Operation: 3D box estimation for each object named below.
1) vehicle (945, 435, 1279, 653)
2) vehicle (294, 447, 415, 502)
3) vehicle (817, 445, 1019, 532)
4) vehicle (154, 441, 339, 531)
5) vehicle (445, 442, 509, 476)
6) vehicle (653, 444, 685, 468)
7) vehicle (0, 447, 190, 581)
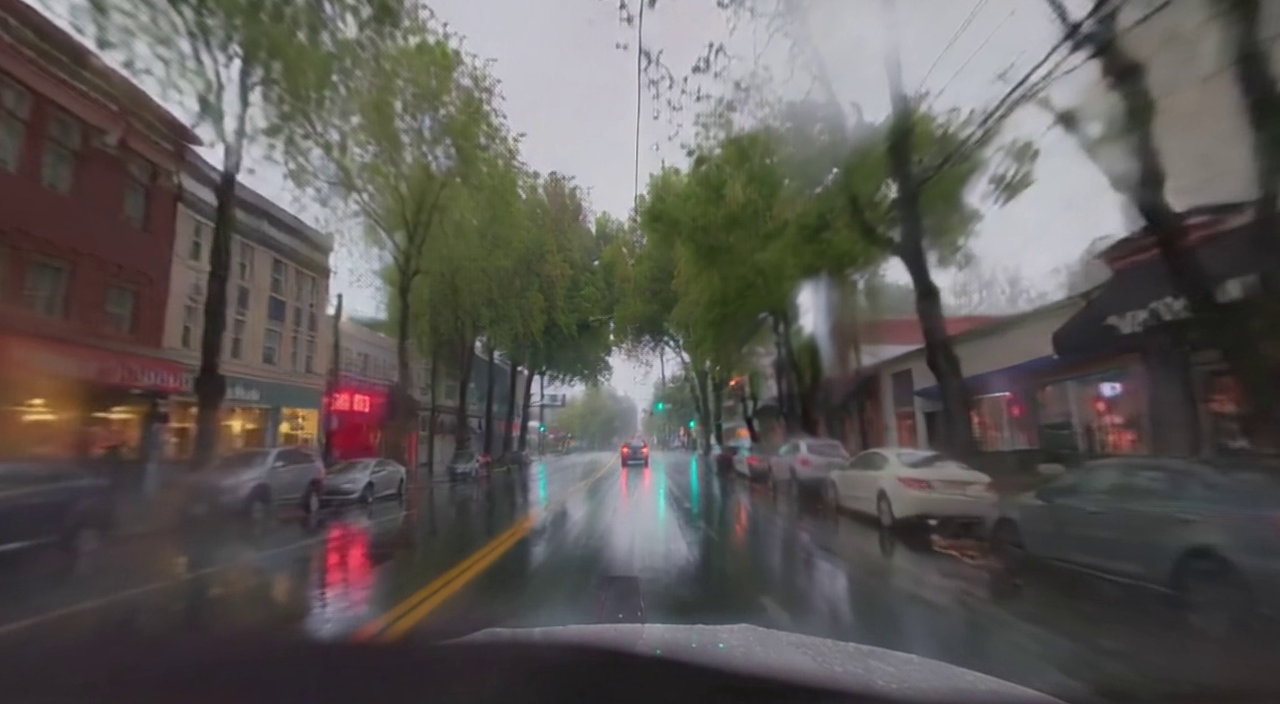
[{"bbox_3d":[5.428,1.609,6.263,2.163,1.484,5.019,0,-9,-2],"label":"vehicle"},{"bbox_3d":[-10.125,4.345,23.017,1.988,1.718,5.661,0,-9,-2],"label":"vehicle"},{"bbox_3d":[5.551,2.757,13.516,2.089,1.459,4.930,0,-8,0],"label":"vehicle"},{"bbox_3d":[-10.128,3.419,16.858,2.020,2.013,4.758,0,-9,-3],"label":"vehicle"},{"bbox_3d":[-9.712,6.456,38.296,2.305,1.883,5.580,-1,-9,1],"label":"vehicle"},{"bbox_3d":[2.008,7.323,44.768,1.998,1.580,4.015,0,-9,-1],"label":"vehicle"},{"bbox_3d":[-9.857,2.353,9.483,2.081,1.819,5.607,0,-9,0],"label":"vehicle"}]
